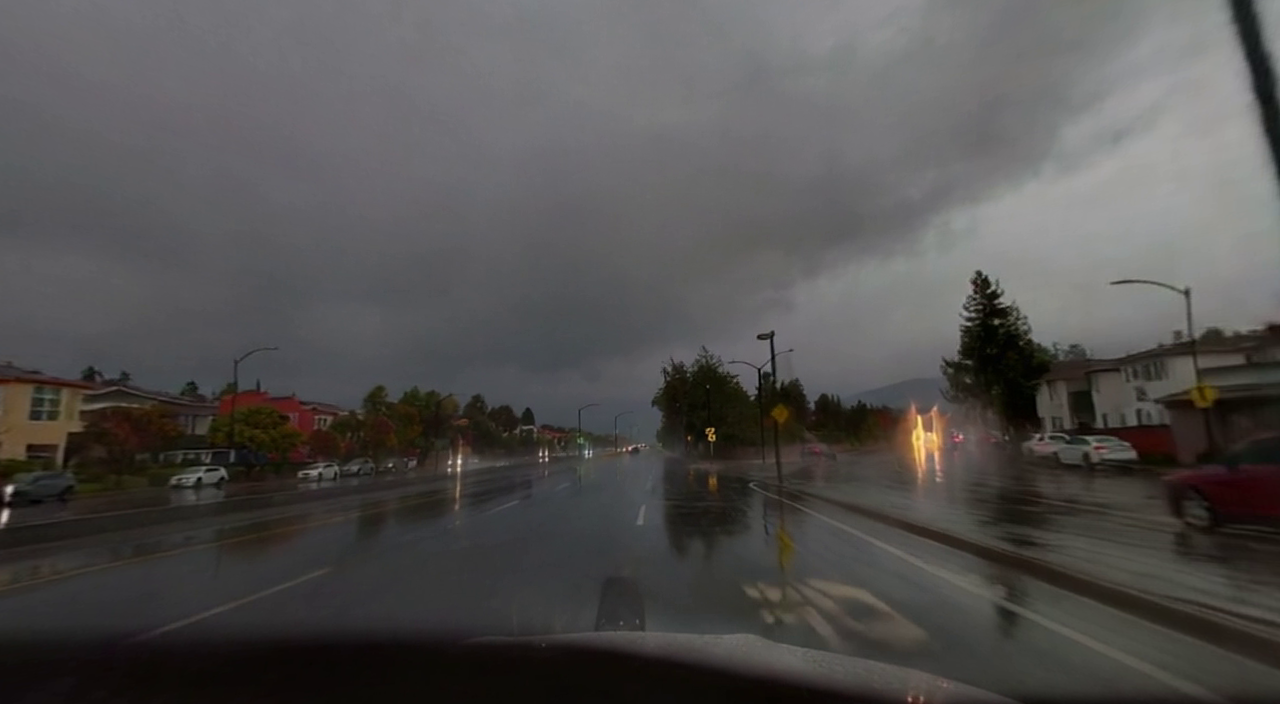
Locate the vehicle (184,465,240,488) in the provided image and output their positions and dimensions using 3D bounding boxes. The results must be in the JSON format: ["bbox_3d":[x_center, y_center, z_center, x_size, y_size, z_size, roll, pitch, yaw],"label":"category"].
[{"bbox_3d":[-31.903,9.256,47.175,1.673,1.495,3.659,0,-8,-2],"label":"vehicle"}]

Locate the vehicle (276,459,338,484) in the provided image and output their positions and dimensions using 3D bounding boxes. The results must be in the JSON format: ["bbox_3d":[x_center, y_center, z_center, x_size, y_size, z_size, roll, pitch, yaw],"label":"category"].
[{"bbox_3d":[-26.180,9.369,49.884,2.037,1.762,4.834,-1,-9,2],"label":"vehicle"}]

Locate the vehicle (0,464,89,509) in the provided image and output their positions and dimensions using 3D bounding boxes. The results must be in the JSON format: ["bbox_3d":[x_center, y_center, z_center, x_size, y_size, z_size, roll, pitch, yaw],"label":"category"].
[{"bbox_3d":[-27.480,6.005,27.946,1.936,1.723,4.573,-4,-13,2],"label":"vehicle"}]

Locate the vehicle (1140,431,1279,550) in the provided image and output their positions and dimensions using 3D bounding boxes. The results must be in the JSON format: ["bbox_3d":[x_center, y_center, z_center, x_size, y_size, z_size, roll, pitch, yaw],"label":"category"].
[{"bbox_3d":[9.116,1.661,7.941,2.004,1.476,4.588,-6,-14,3],"label":"vehicle"}]

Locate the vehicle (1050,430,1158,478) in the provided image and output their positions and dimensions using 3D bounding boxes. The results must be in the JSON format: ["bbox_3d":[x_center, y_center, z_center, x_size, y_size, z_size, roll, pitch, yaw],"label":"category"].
[{"bbox_3d":[19.123,4.250,26.347,1.992,1.795,4.849,-3,-9,16],"label":"vehicle"}]
